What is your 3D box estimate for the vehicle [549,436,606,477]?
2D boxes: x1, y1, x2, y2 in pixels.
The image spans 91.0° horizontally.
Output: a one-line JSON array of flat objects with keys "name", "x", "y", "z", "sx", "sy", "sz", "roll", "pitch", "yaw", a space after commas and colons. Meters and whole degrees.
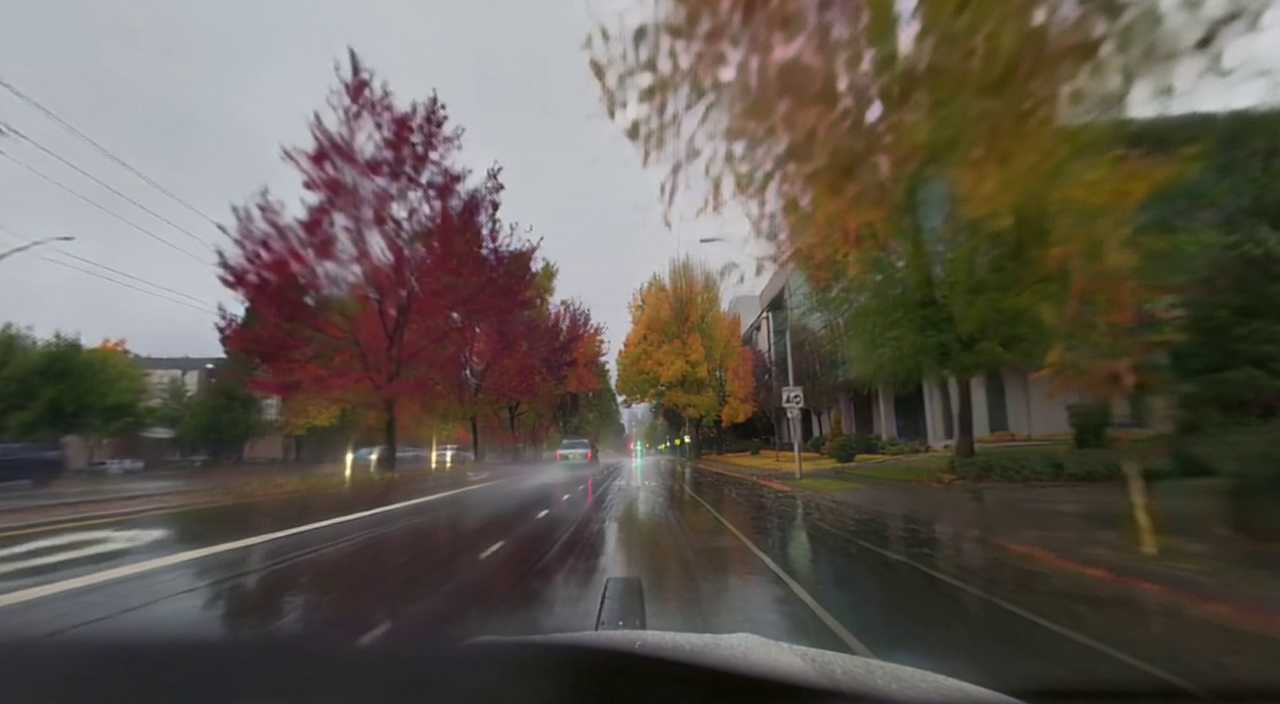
[{"name": "vehicle", "x": -2.913, "y": 5.046, "z": 30.563, "sx": 2.112, "sy": 1.779, "sz": 4.489, "roll": 0, "pitch": -9, "yaw": 3}]

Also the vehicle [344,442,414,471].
[{"name": "vehicle", "x": -14.554, "y": 5.866, "z": 35.412, "sx": 1.893, "sy": 1.491, "sz": 4.711, "roll": 0, "pitch": -9, "yaw": 0}]
